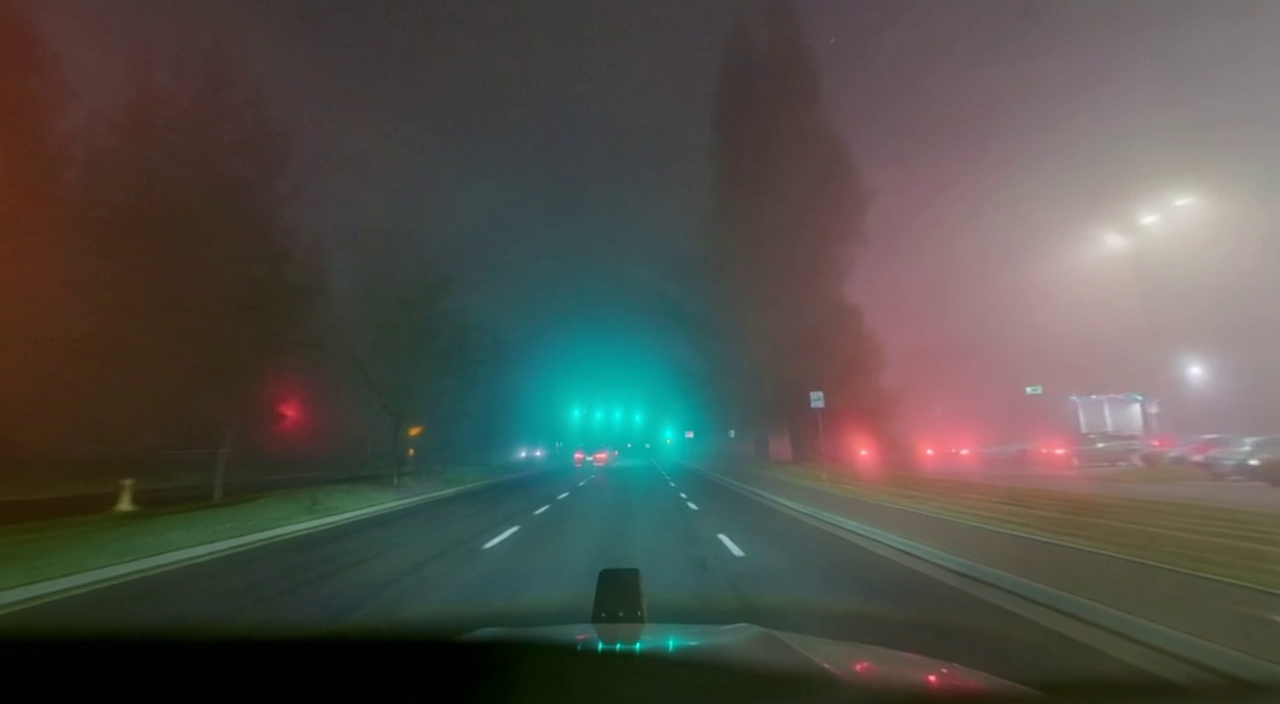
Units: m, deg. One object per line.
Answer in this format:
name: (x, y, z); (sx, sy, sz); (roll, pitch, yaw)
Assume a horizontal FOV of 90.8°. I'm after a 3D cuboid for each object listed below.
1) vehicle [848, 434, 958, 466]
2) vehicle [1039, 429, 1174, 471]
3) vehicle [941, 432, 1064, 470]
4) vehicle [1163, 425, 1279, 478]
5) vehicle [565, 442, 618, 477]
vehicle: (15.444, 5.778, 37.283); (5.604, 1.833, 2.128); (1, -9, -8)
vehicle: (17.327, 3.654, 23.566); (3.846, 1.488, 1.695); (1, -9, -8)
vehicle: (16.713, 4.563, 29.250); (4.564, 1.663, 2.033); (1, -9, -9)
vehicle: (17.934, 2.894, 18.211); (4.382, 1.385, 1.925); (3, -9, -11)
vehicle: (-2.188, 5.026, 29.770); (2.011, 1.498, 4.914); (0, -9, 1)
